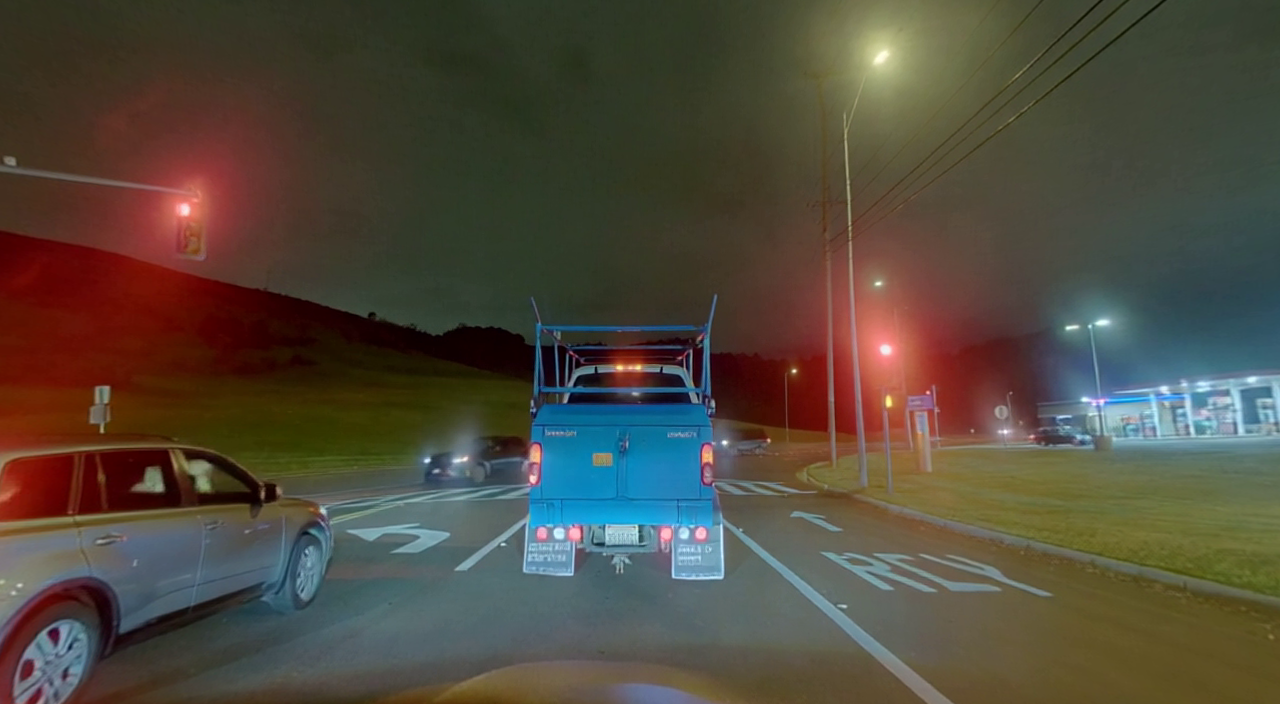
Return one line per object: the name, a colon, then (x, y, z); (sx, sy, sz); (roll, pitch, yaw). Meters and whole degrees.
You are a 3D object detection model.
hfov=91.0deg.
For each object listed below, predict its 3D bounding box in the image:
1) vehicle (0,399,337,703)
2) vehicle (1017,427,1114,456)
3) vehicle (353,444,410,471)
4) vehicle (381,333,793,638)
vehicle: (-3.959, 1.189, 3.981); (2.017, 1.555, 4.150); (-1, -9, 0)
vehicle: (25.572, 5.394, 37.922); (4.419, 1.496, 1.854); (-2, -9, 1)
vehicle: (-17.111, 7.013, 41.916); (2.133, 1.690, 4.331); (0, -9, -3)
vehicle: (-0.421, 1.323, 7.208); (2.859, 2.144, 5.406); (0, -9, -1)
